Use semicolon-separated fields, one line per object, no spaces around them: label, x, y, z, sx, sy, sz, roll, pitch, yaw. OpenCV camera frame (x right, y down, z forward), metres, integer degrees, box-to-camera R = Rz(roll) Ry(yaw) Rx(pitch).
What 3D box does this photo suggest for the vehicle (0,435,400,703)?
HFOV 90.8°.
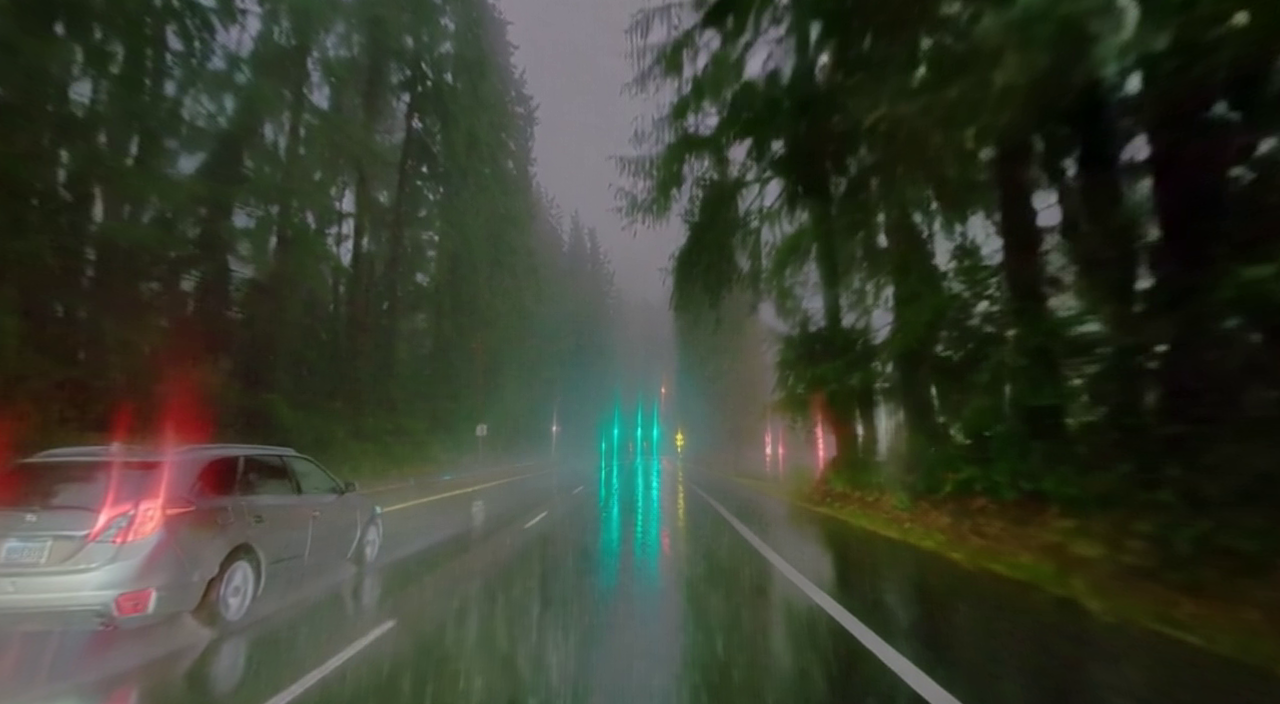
vehicle;-3.890;1.483;5.470;1.946;1.437;4.154;-1;-8;1
